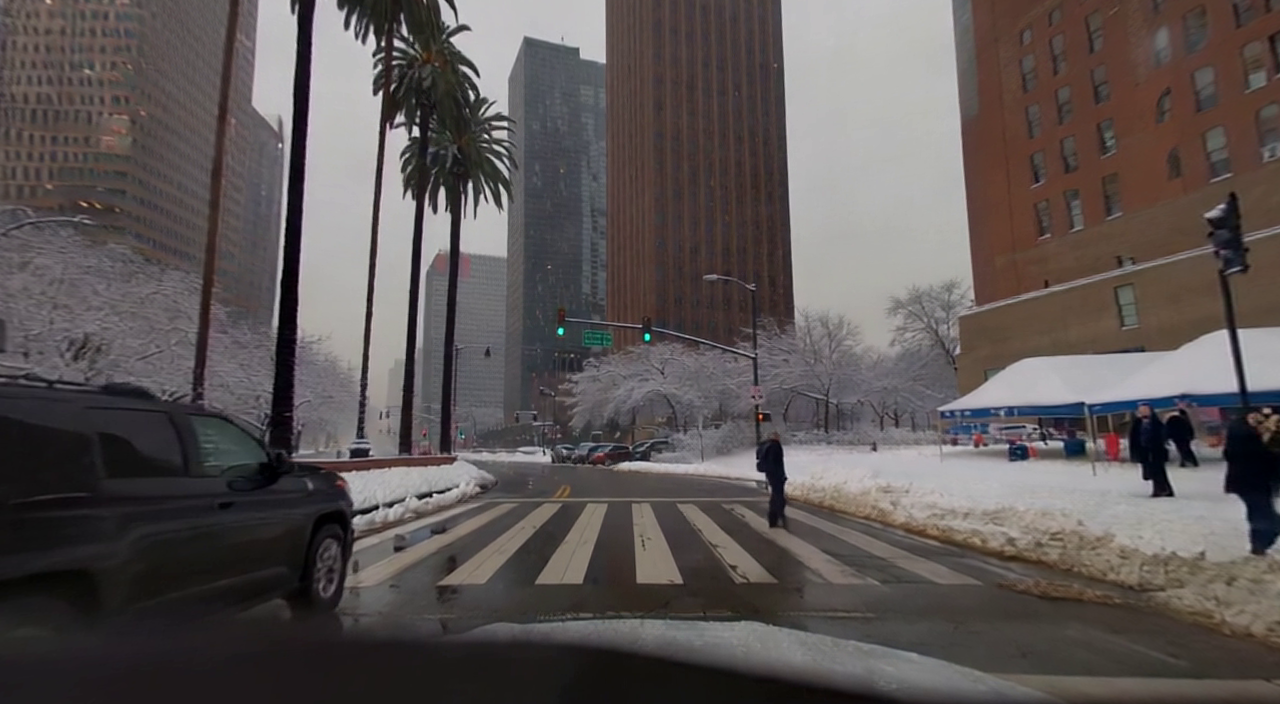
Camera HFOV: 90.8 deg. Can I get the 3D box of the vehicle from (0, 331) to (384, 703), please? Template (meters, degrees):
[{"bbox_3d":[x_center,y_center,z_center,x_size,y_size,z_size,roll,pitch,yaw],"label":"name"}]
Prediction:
[{"bbox_3d":[-3.272,0.911,3.226,1.948,1.674,4.668,0,-8,0],"label":"vehicle"}]

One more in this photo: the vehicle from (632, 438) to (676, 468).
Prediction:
[{"bbox_3d":[0.942,7.409,46.473,2.322,2.071,5.366,1,-8,-9],"label":"vehicle"}]
